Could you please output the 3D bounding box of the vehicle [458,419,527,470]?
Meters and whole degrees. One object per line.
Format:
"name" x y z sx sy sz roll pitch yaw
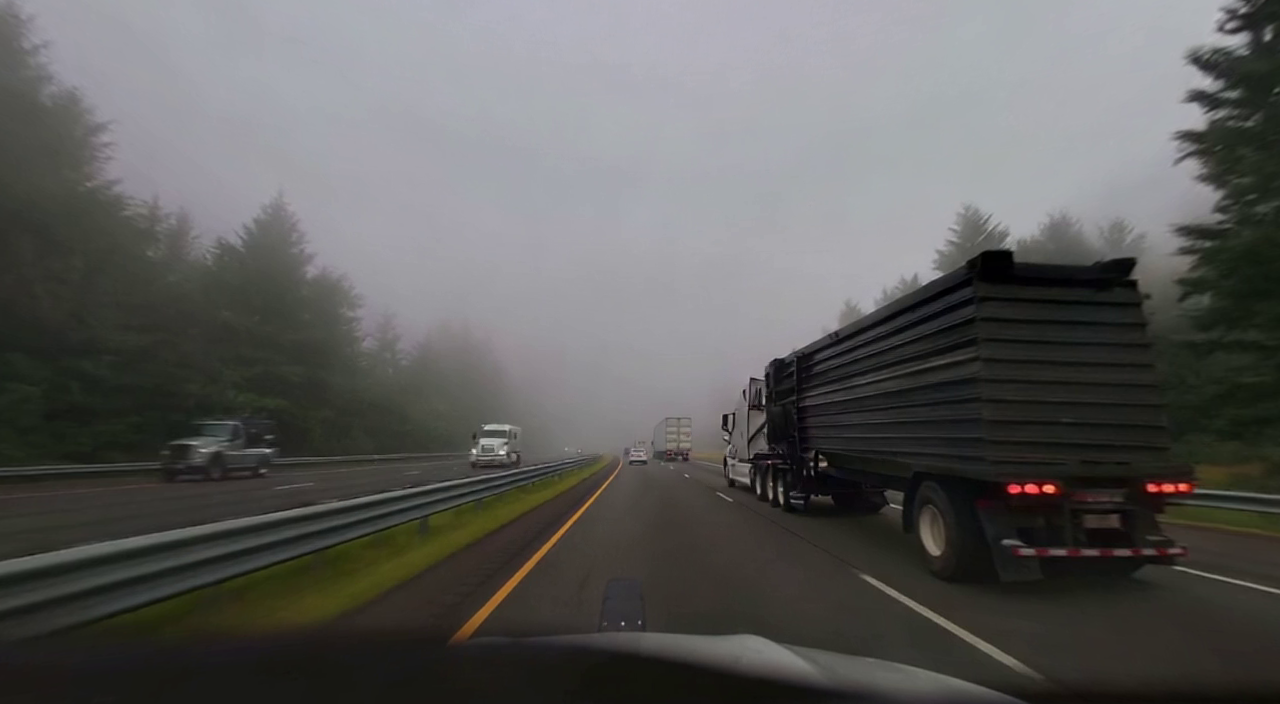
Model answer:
"vehicle" -9.025 5.817 39.416 2.632 2.884 7.040 0 -9 0

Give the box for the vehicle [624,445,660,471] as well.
"vehicle" 0.065 6.569 39.138 2.051 1.513 4.511 0 -9 -1

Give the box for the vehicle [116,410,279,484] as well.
"vehicle" -17.314 3.802 25.174 2.352 2.601 5.466 0 -9 2

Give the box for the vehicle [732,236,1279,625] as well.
"vehicle" 4.546 1.743 12.929 2.867 3.571 14.305 0 -9 -1
